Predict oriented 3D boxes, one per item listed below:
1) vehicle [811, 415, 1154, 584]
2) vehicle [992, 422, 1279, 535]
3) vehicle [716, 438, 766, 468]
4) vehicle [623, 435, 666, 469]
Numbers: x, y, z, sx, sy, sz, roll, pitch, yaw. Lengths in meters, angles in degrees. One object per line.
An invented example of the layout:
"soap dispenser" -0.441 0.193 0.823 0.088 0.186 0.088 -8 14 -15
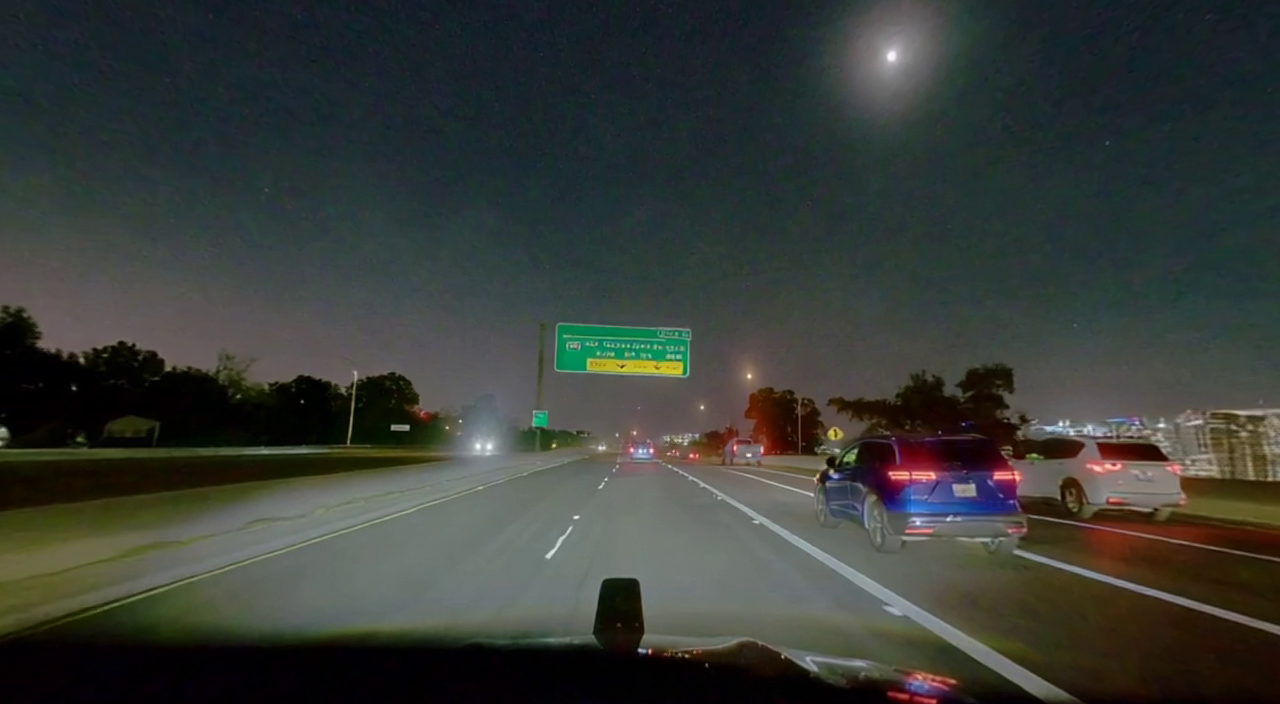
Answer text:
"vehicle" 4.016 1.774 8.520 2.097 1.659 4.320 0 -8 -2
"vehicle" 9.765 2.493 13.152 1.967 1.816 4.775 3 -8 -3
"vehicle" 7.859 7.930 49.915 2.526 2.230 6.190 1 -8 -4
"vehicle" 0.178 5.641 35.916 2.181 1.768 4.383 0 -8 -2
